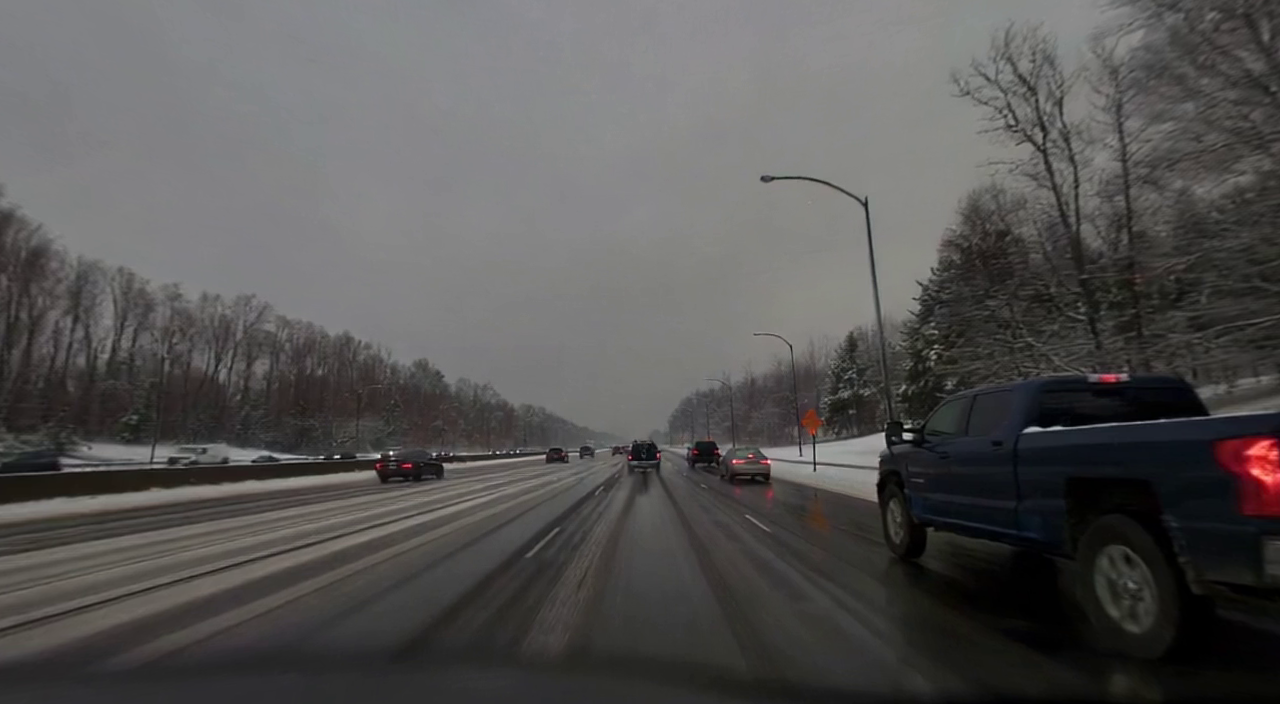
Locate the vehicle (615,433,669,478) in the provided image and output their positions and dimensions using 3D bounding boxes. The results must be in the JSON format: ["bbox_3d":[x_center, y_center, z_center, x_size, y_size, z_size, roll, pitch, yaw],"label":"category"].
[{"bbox_3d":[0.131,4.992,30.530,2.372,1.957,5.121,0,-9,1],"label":"vehicle"}]

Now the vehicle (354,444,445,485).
[{"bbox_3d":[-9.910,4.650,26.374,1.989,1.529,4.433,0,-9,1],"label":"vehicle"}]

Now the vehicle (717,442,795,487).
[{"bbox_3d":[4.270,4.233,24.055,2.057,1.508,4.767,0,-9,0],"label":"vehicle"}]

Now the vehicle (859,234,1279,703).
[{"bbox_3d":[3.818,0.821,4.002,2.521,2.101,6.467,0,-9,0],"label":"vehicle"}]

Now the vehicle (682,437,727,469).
[{"bbox_3d":[4.230,6.785,42.390,2.388,1.998,5.749,0,-9,0],"label":"vehicle"}]
